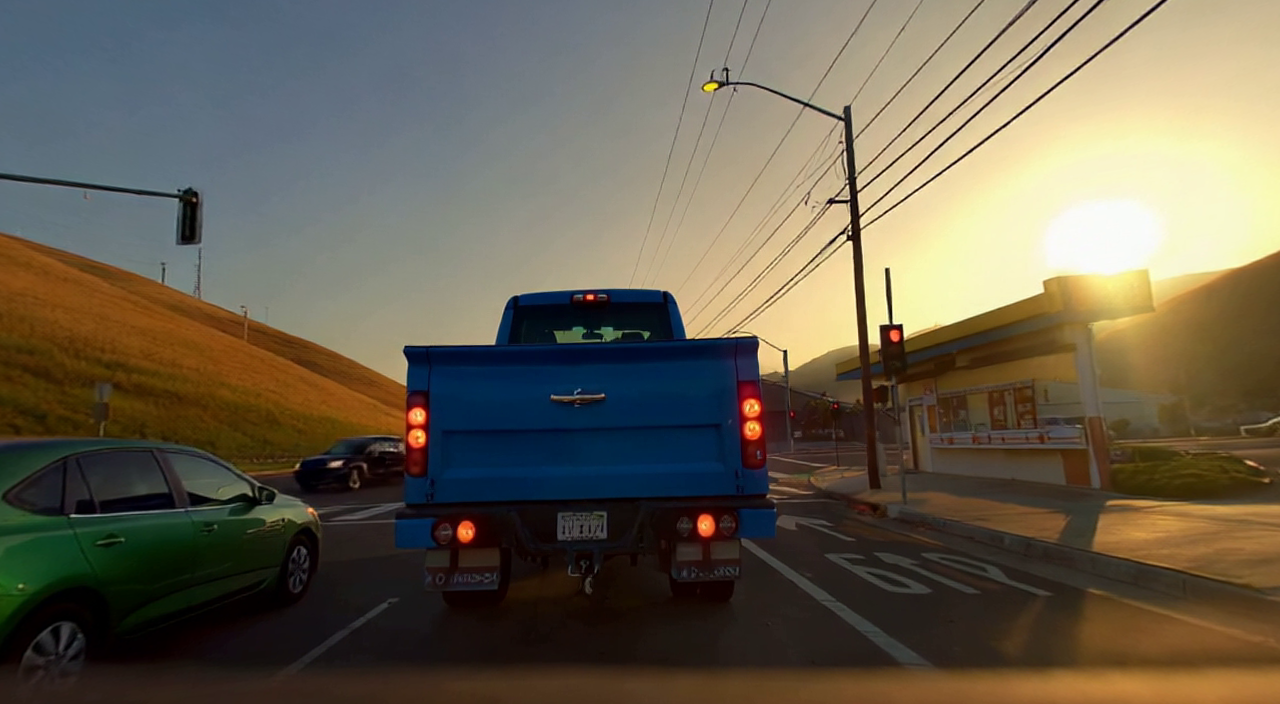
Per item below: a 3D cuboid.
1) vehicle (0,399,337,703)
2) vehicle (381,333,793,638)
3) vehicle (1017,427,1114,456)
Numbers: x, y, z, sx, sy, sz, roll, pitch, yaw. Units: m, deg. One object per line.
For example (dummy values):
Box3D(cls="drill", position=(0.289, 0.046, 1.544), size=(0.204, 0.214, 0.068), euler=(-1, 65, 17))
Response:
Box3D(cls="vehicle", position=(-3.960, 1.188, 3.982), size=(2.017, 1.555, 4.150), euler=(-1, -9, 0))
Box3D(cls="vehicle", position=(-0.422, 1.323, 7.209), size=(2.859, 2.144, 5.406), euler=(0, -9, -1))
Box3D(cls="vehicle", position=(25.569, 5.395, 37.926), size=(4.419, 1.496, 1.854), euler=(-2, -9, 1))
